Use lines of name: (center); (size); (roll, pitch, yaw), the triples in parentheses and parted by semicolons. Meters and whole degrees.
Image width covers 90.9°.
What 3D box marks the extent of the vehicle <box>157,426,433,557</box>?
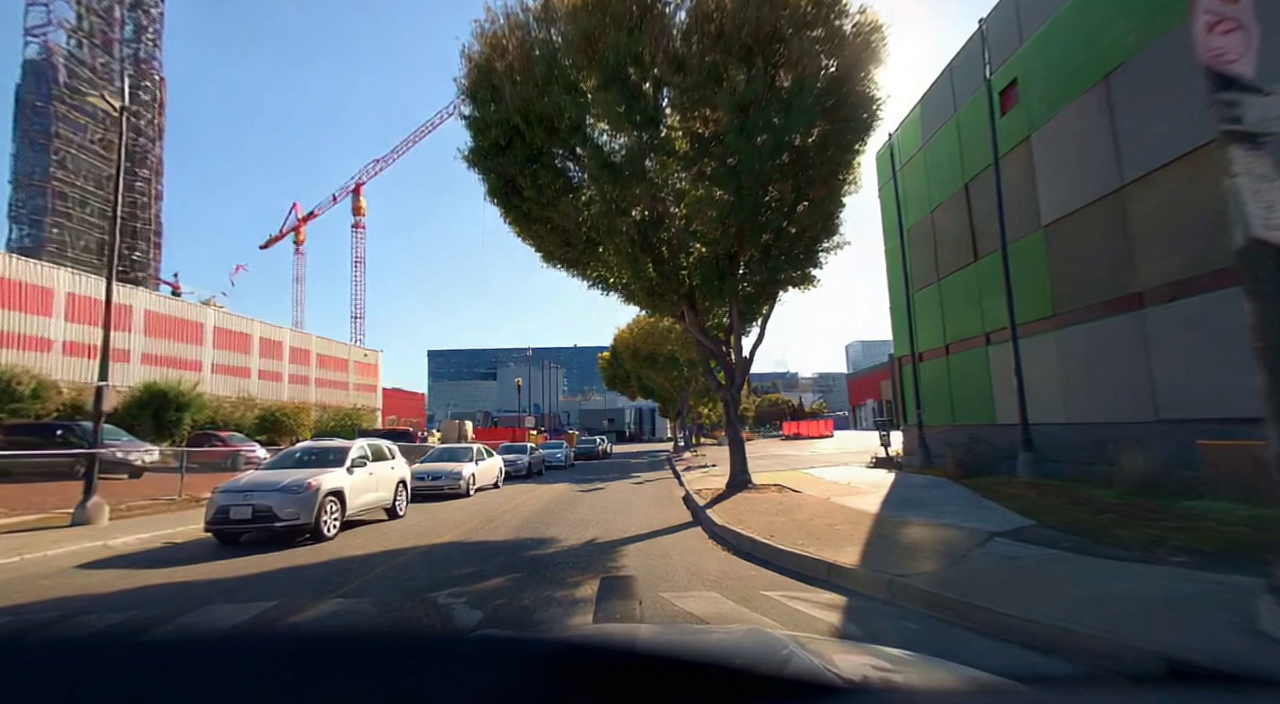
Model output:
vehicle: (-5.027, 2.021, 9.974); (1.913, 1.620, 3.982); (-1, -8, 4)

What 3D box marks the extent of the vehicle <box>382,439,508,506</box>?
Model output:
vehicle: (-4.755, 2.954, 16.006); (1.806, 1.451, 3.878); (-1, -8, 2)

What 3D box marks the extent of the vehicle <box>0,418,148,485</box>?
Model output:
vehicle: (-18.764, 3.112, 19.913); (5.220, 1.906, 2.069); (-2, -8, 13)
